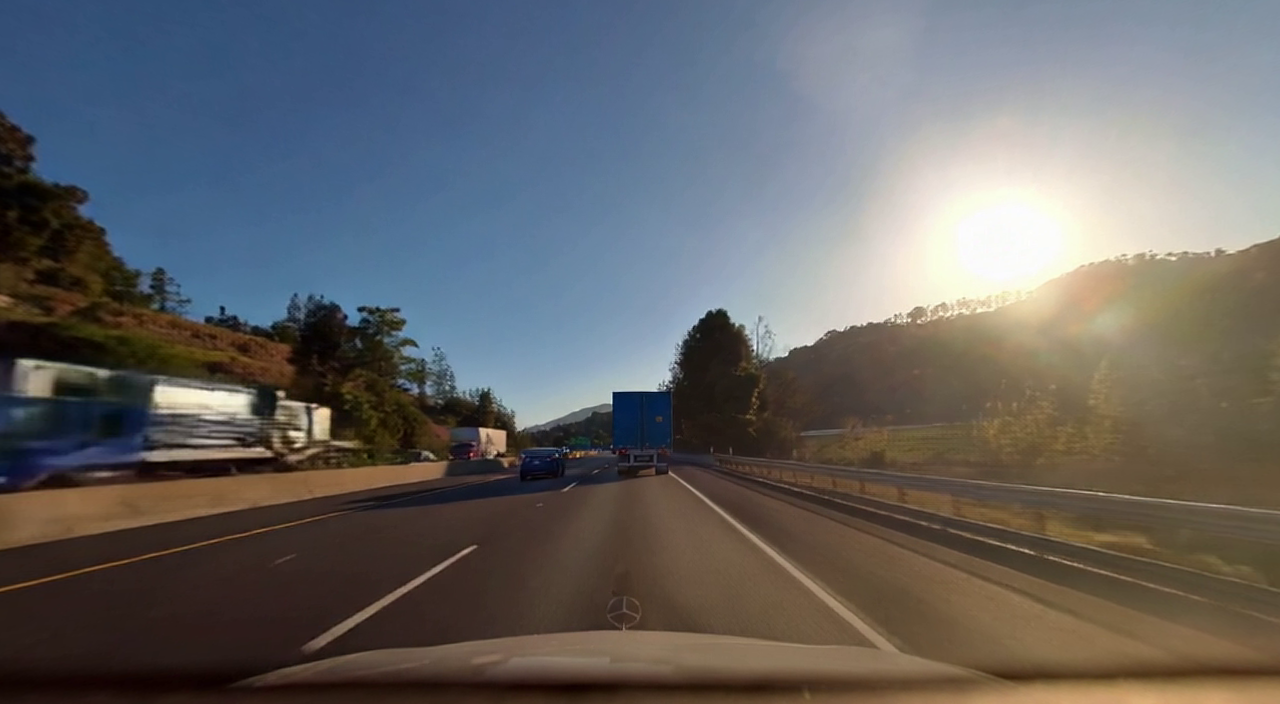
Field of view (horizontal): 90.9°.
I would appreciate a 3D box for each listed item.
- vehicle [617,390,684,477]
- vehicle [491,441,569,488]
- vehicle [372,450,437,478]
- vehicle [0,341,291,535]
[{"bbox_3d":[0.381,4.352,32.754,2.959,3.828,9.617,0,-9,-1],"label":"vehicle"},{"bbox_3d":[-3.991,4.192,23.783,2.074,1.546,4.946,0,-9,0],"label":"vehicle"},{"bbox_3d":[-13.383,6.396,36.152,1.928,1.490,4.689,0,-9,0],"label":"vehicle"},{"bbox_3d":[-13.438,2.336,16.399,3.118,3.575,9.694,0,-9,0],"label":"vehicle"}]
